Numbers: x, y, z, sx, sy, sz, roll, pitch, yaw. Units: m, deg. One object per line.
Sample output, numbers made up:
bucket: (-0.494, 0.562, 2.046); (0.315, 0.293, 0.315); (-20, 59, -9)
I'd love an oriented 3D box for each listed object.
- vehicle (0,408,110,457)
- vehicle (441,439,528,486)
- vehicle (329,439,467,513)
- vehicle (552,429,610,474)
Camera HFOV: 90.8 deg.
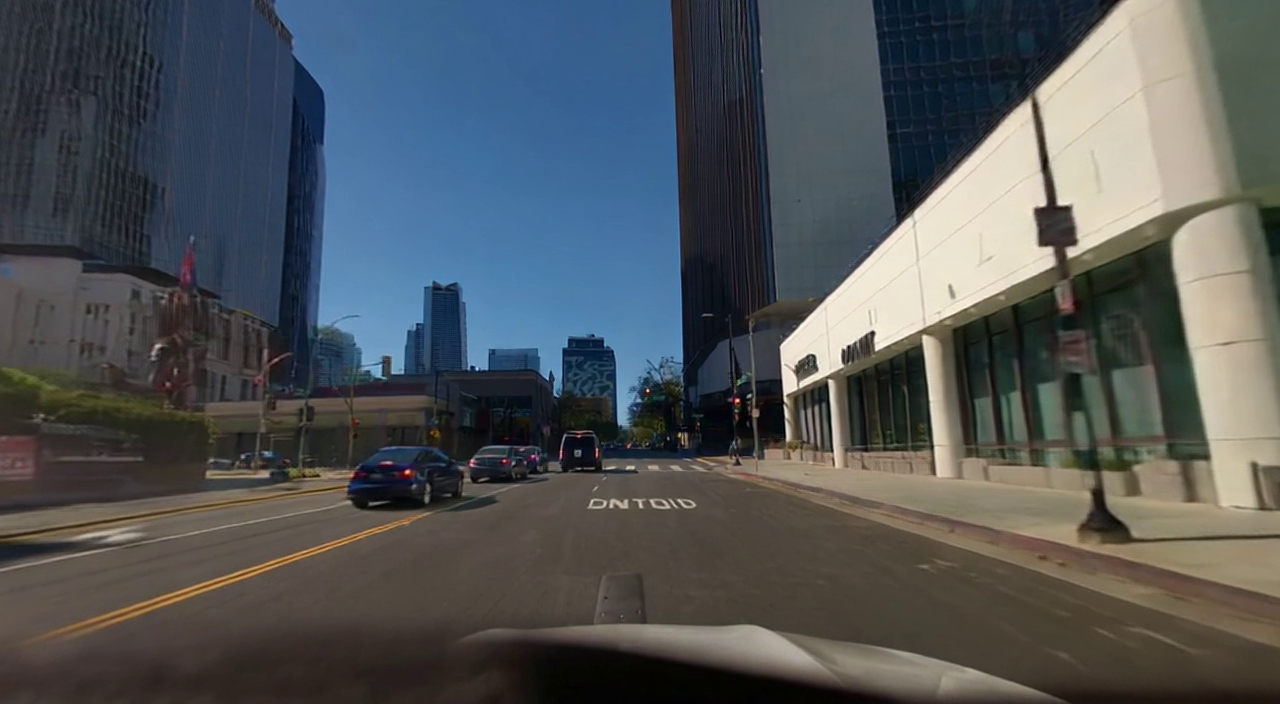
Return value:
vehicle: (-25.624, 3.518, 27.450); (3.572, 2.012, 1.872); (-1, -8, 6)
vehicle: (-5.973, 4.306, 24.922); (2.228, 1.652, 4.593); (0, -8, 0)
vehicle: (-5.698, 2.927, 15.388); (1.889, 1.572, 3.599); (0, -8, 0)
vehicle: (-2.991, 5.245, 33.386); (2.496, 2.155, 5.468); (0, -8, 0)
